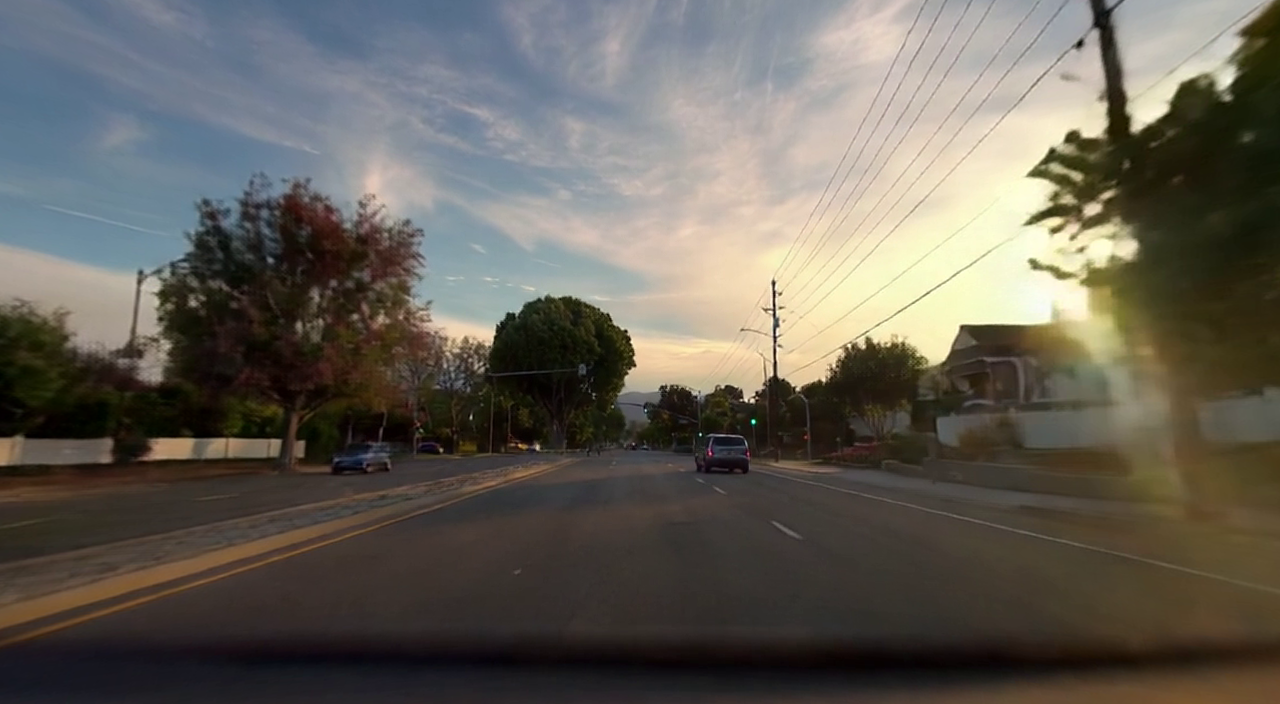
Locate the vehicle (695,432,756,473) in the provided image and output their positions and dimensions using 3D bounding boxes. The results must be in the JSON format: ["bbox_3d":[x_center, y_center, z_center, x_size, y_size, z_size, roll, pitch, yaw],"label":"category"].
[{"bbox_3d":[3.967,4.774,30.094,2.240,1.781,4.433,0,-8,-1],"label":"vehicle"}]

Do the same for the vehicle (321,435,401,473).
[{"bbox_3d":[-13.349,4.896,30.488,1.925,1.670,4.371,0,-8,-1],"label":"vehicle"}]
